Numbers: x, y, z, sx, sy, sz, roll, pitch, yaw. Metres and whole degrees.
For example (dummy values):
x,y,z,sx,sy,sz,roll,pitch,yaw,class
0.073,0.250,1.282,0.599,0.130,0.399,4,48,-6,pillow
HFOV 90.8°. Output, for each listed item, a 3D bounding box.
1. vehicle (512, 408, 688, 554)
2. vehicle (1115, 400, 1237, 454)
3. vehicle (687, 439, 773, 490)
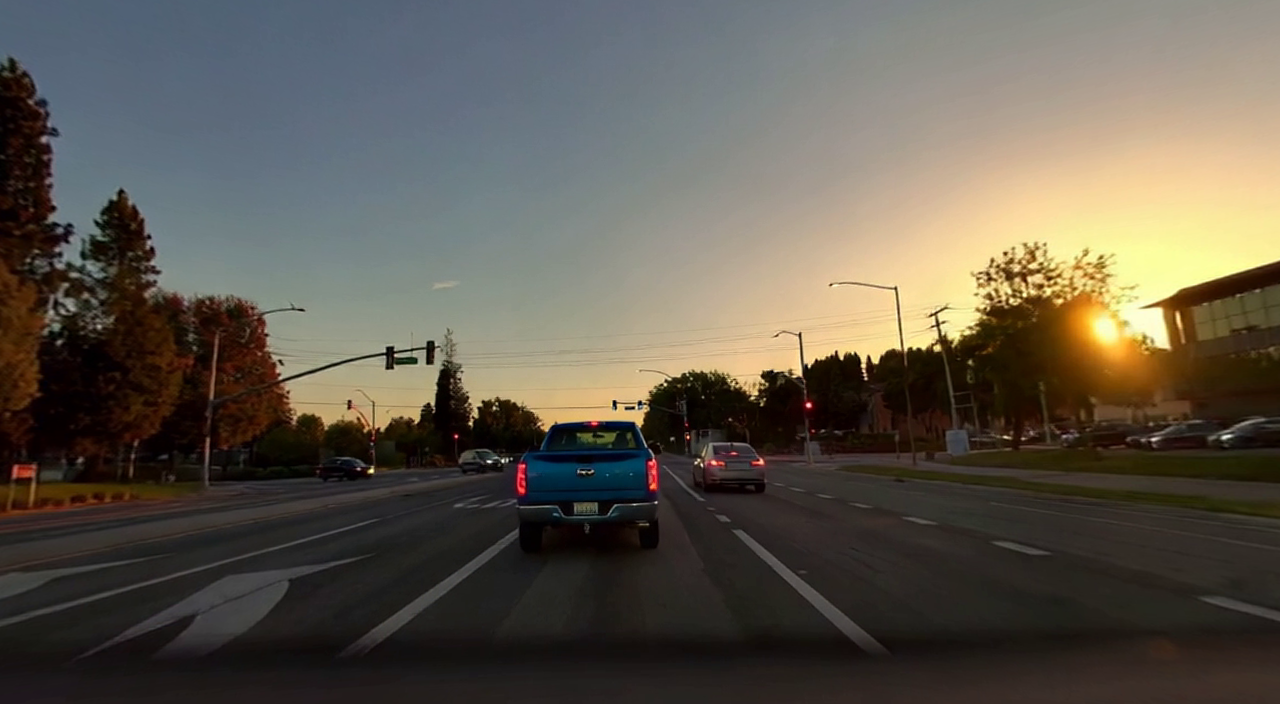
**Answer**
x,y,z,sx,sy,sz,roll,pitch,yaw,class
-0.500,1.927,10.153,2.145,1.762,4.731,0,-9,0,vehicle
30.457,4.341,36.105,2.892,2.881,4.178,2,-9,-15,vehicle
2.811,3.635,20.818,2.073,1.484,4.437,0,-9,-1,vehicle
